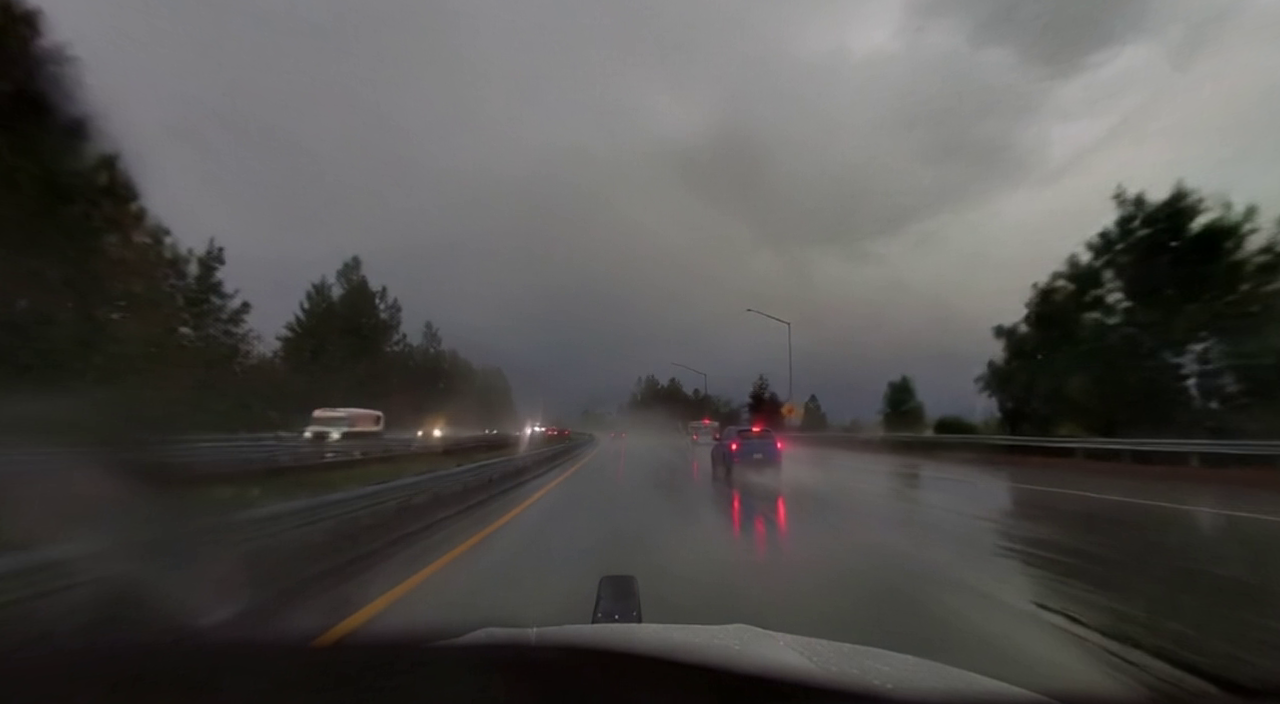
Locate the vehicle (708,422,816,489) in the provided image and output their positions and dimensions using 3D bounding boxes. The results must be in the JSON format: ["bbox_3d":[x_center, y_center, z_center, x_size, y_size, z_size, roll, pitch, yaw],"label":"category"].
[{"bbox_3d":[3.128,2.726,17.004,2.002,1.569,3.845,0,-8,-2],"label":"vehicle"}]
